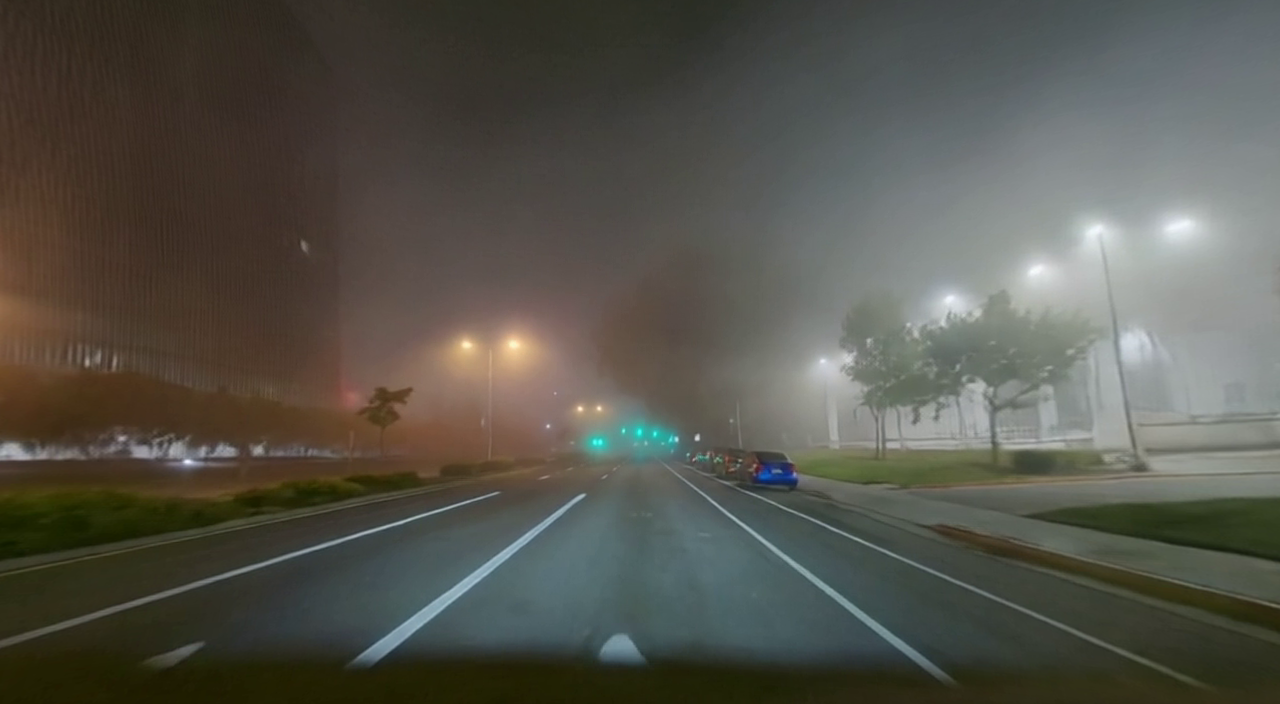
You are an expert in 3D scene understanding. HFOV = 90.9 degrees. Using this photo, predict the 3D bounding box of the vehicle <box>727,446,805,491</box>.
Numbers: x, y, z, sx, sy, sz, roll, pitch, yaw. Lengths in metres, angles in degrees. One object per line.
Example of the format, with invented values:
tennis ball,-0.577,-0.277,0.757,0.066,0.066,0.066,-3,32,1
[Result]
vehicle,4.421,4.143,22.762,1.872,1.420,4.201,0,-8,-1
